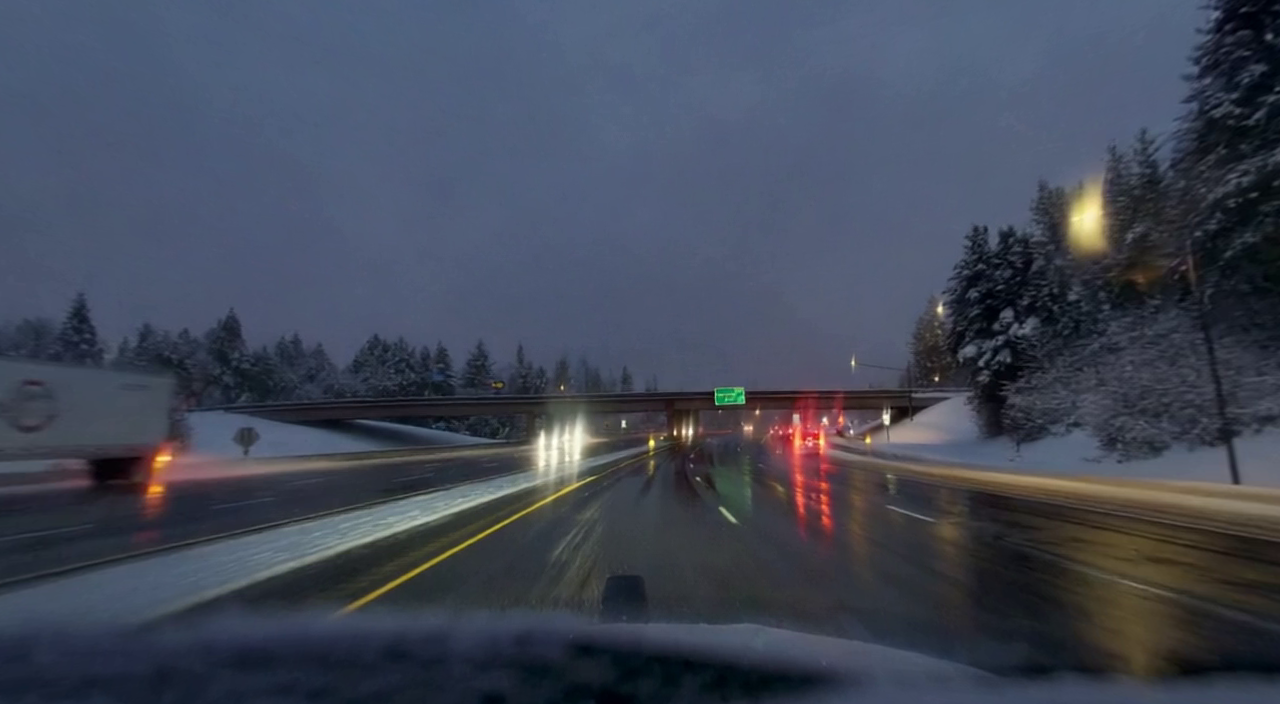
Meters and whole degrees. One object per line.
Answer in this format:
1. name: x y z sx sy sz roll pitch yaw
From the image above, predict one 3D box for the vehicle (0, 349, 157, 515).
1. vehicle: -17.986 1.534 12.695 2.888 4.191 16.532 -1 -9 2
